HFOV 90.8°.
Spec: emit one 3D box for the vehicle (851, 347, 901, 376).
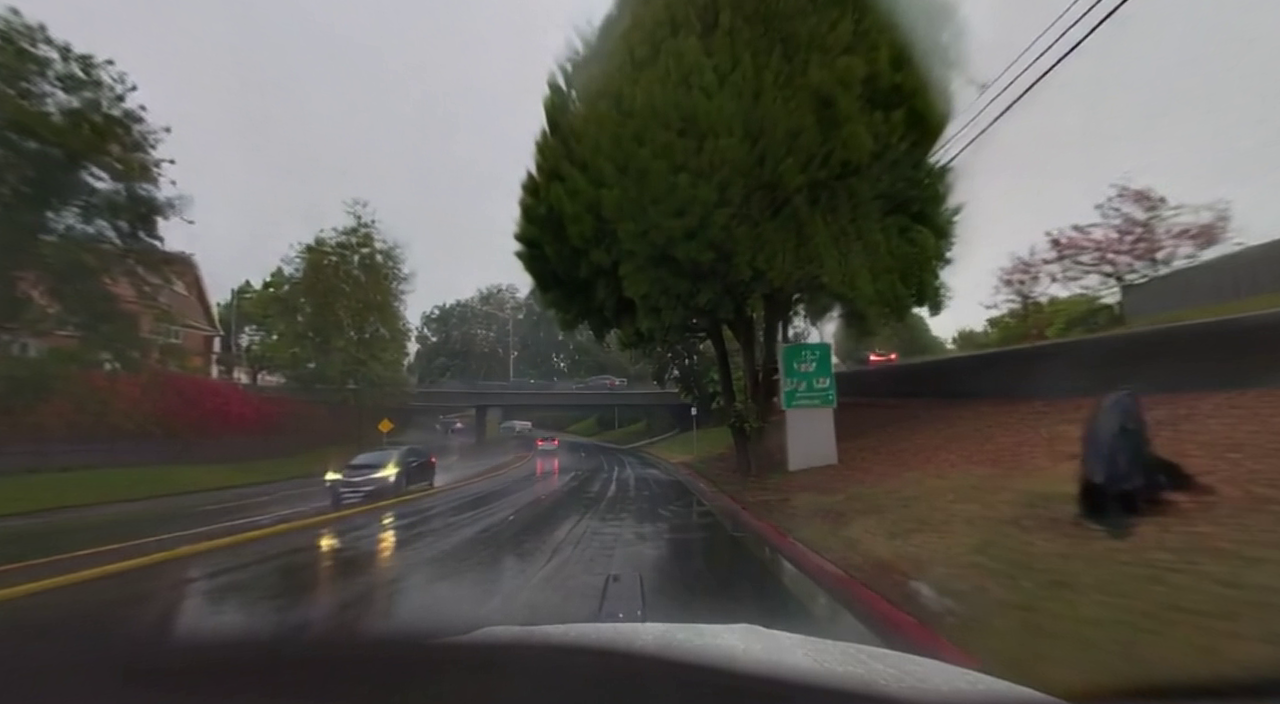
[{"bbox_3d":[16.563,0.704,44.537,2.058,1.475,4.587,3,-7,4],"label":"vehicle"}]
